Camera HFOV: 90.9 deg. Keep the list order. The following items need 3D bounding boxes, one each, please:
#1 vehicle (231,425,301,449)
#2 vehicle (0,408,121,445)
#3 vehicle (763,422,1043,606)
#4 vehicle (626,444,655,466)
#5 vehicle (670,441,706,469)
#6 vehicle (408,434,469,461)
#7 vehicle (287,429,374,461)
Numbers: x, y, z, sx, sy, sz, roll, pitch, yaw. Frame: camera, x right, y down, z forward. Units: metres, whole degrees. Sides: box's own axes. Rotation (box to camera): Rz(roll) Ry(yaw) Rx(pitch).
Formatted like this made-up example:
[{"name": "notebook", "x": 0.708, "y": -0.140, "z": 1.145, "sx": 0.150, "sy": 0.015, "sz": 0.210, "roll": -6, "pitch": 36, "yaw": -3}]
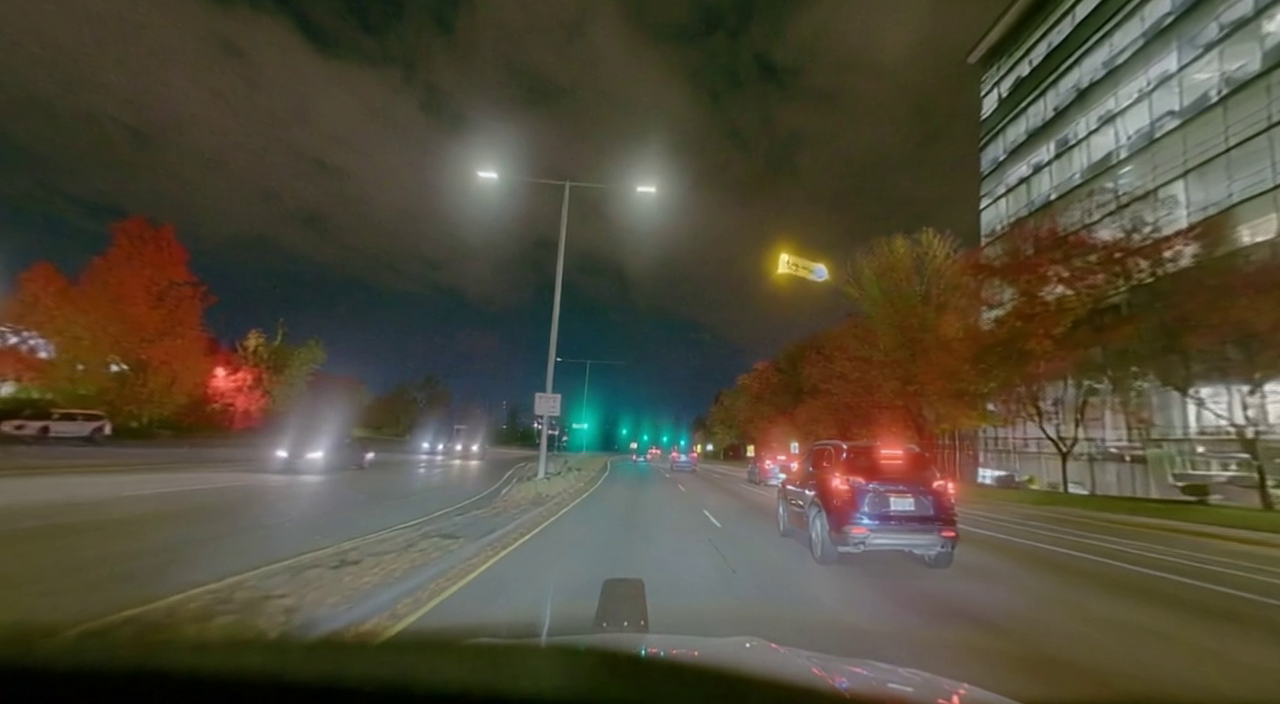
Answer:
[{"name": "vehicle", "x": -25.726, "y": 5.868, "z": 43.556, "sx": 1.865, "sy": 1.526, "sz": 4.674, "roll": 2, "pitch": -8, "yaw": 1}, {"name": "vehicle", "x": -32.407, "y": 4.260, "z": 35.487, "sx": 2.111, "sy": 1.894, "sz": 4.981, "roll": 0, "pitch": -8, "yaw": -1}, {"name": "vehicle", "x": 2.919, "y": 1.842, "z": 8.035, "sx": 1.901, "sy": 1.634, "sz": 3.896, "roll": 3, "pitch": -8, "yaw": 0}, {"name": "vehicle", "x": -0.024, "y": 7.302, "z": 44.683, "sx": 1.991, "sy": 1.477, "sz": 3.814, "roll": 0, "pitch": -9, "yaw": -1}, {"name": "vehicle", "x": 3.586, "y": 7.761, "z": 47.776, "sx": 2.154, "sy": 1.844, "sz": 4.634, "roll": 5, "pitch": -9, "yaw": 0}, {"name": "vehicle", "x": -11.831, "y": 5.636, "z": 37.314, "sx": 2.075, "sy": 1.472, "sz": 4.571, "roll": 0, "pitch": -9, "yaw": 0}, {"name": "vehicle", "x": -15.424, "y": 4.667, "z": 31.722, "sx": 1.985, "sy": 1.479, "sz": 4.657, "roll": 0, "pitch": -8, "yaw": 0}]
